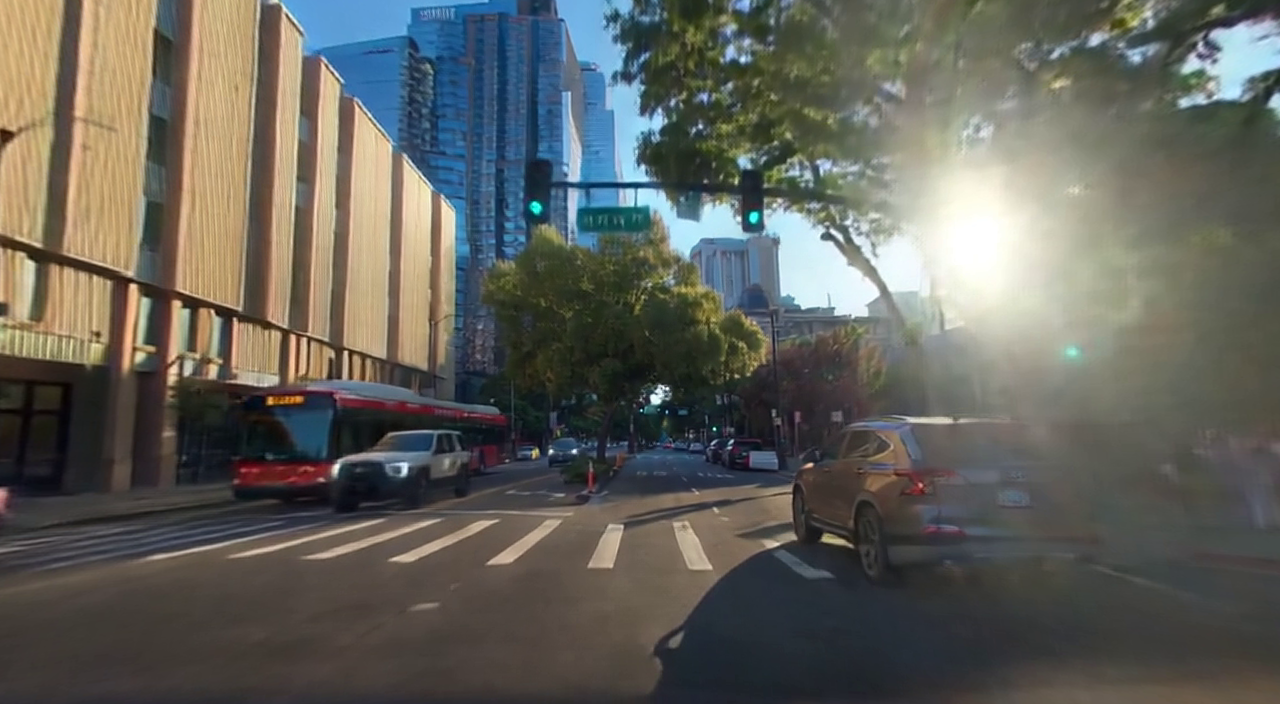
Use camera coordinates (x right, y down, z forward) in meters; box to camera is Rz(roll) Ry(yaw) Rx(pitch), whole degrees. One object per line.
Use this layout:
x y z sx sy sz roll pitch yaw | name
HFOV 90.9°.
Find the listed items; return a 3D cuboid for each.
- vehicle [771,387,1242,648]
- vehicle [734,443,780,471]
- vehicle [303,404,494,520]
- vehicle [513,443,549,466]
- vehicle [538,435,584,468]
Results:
3.188 1.573 7.282 2.118 1.848 5.426 0 -8 -1 | vehicle
7.012 6.340 38.335 1.962 1.617 4.325 0 -8 0 | vehicle
-5.258 2.489 14.791 2.304 2.208 5.200 0 -8 1 | vehicle
-8.105 7.608 47.044 1.750 1.607 4.241 0 -8 2 | vehicle
-4.766 6.058 38.661 2.030 1.881 4.994 0 -8 1 | vehicle
